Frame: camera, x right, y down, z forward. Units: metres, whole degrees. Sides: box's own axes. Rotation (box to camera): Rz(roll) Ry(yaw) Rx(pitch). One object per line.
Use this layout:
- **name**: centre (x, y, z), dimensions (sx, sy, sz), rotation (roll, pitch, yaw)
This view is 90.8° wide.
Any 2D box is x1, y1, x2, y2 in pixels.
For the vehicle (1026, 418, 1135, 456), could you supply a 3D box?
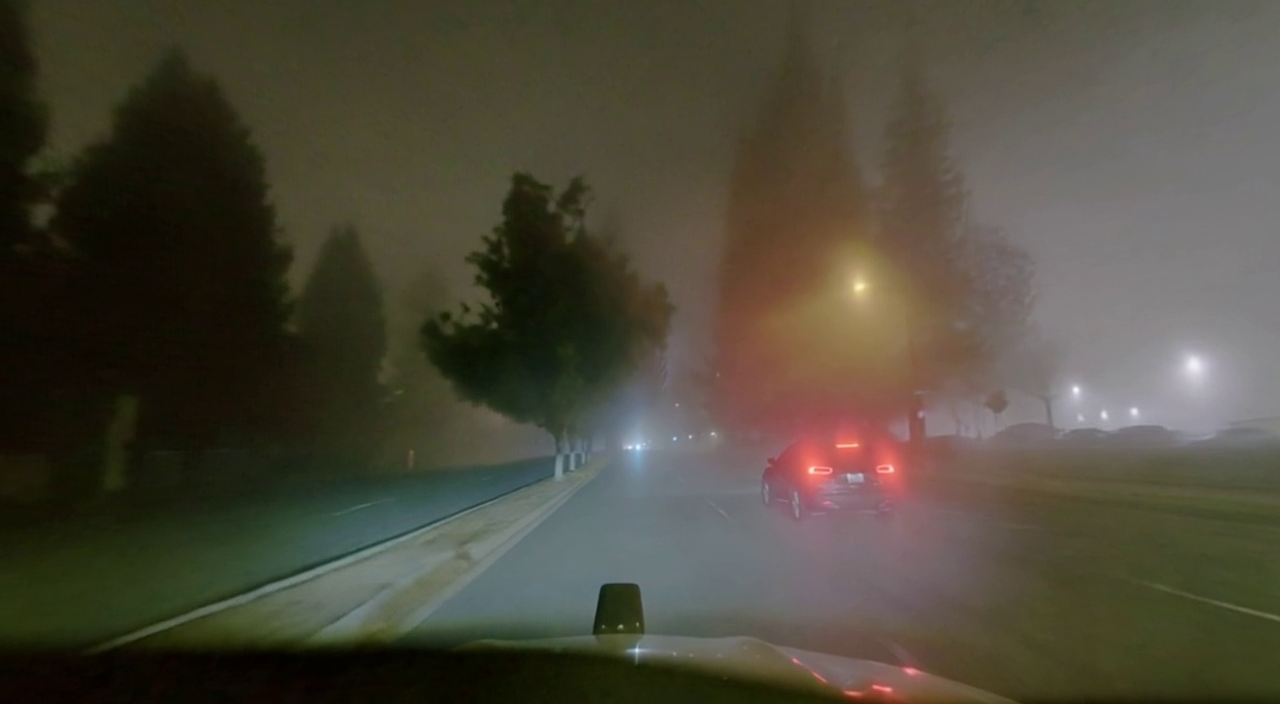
- **vehicle**: centre (25.683, 4.975, 36.951), dimensions (4.733, 2.074, 2.022), rotation (0, -9, -1)

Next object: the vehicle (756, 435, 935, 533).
- **vehicle**: centre (3.524, 2.346, 11.745), dimensions (1.852, 1.453, 4.083), rotation (0, -9, -2)

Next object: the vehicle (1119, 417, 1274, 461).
- **vehicle**: centre (24.807, 3.927, 28.335), dimensions (4.672, 1.810, 2.367), rotation (0, -9, -1)
